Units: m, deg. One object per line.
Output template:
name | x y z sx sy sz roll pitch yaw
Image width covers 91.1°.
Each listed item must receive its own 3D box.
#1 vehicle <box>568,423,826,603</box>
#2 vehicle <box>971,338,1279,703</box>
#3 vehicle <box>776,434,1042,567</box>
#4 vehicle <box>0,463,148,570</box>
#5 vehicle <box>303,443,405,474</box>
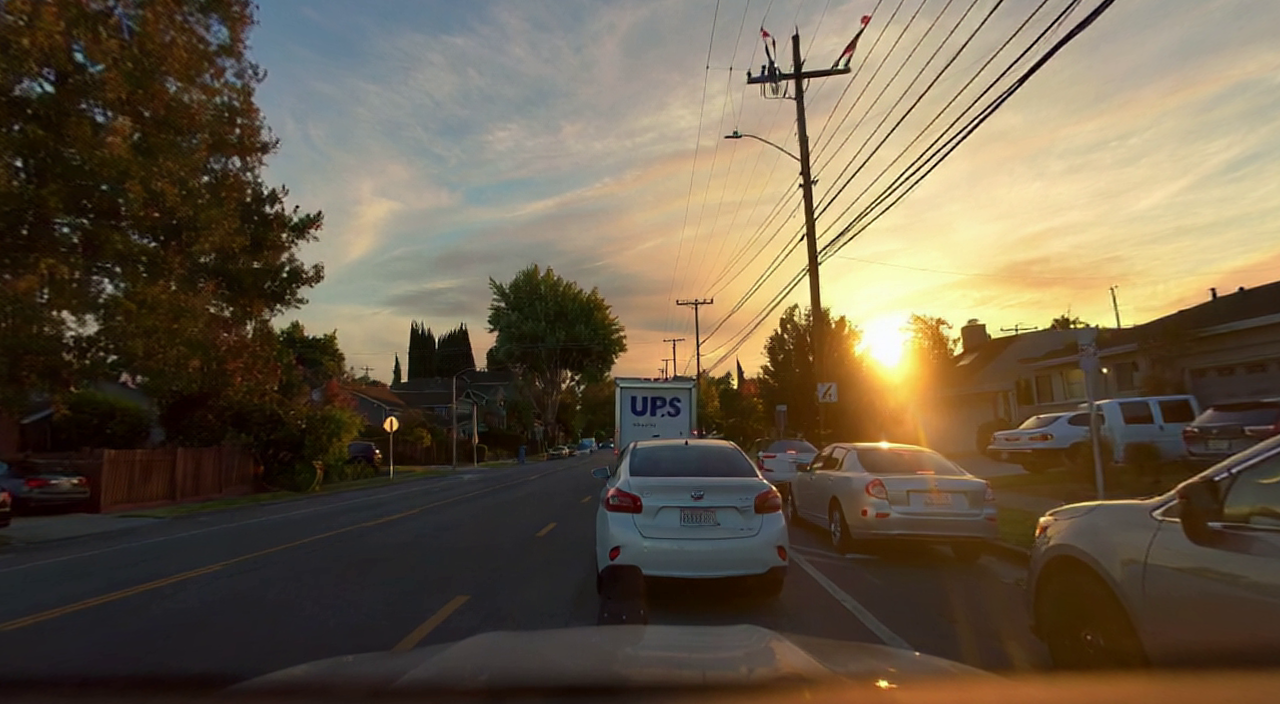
vehicle | 0.475 1.678 7.519 2.158 1.499 4.377 0 -8 0
vehicle | 3.308 0.771 1.911 2.069 1.722 4.888 0 -8 2
vehicle | 3.518 2.012 9.361 1.993 1.479 4.487 0 -8 0
vehicle | -10.349 2.495 9.496 1.925 1.482 4.753 0 -8 0
vehicle | -17.397 6.472 38.312 5.274 1.793 1.921 0 -8 3
